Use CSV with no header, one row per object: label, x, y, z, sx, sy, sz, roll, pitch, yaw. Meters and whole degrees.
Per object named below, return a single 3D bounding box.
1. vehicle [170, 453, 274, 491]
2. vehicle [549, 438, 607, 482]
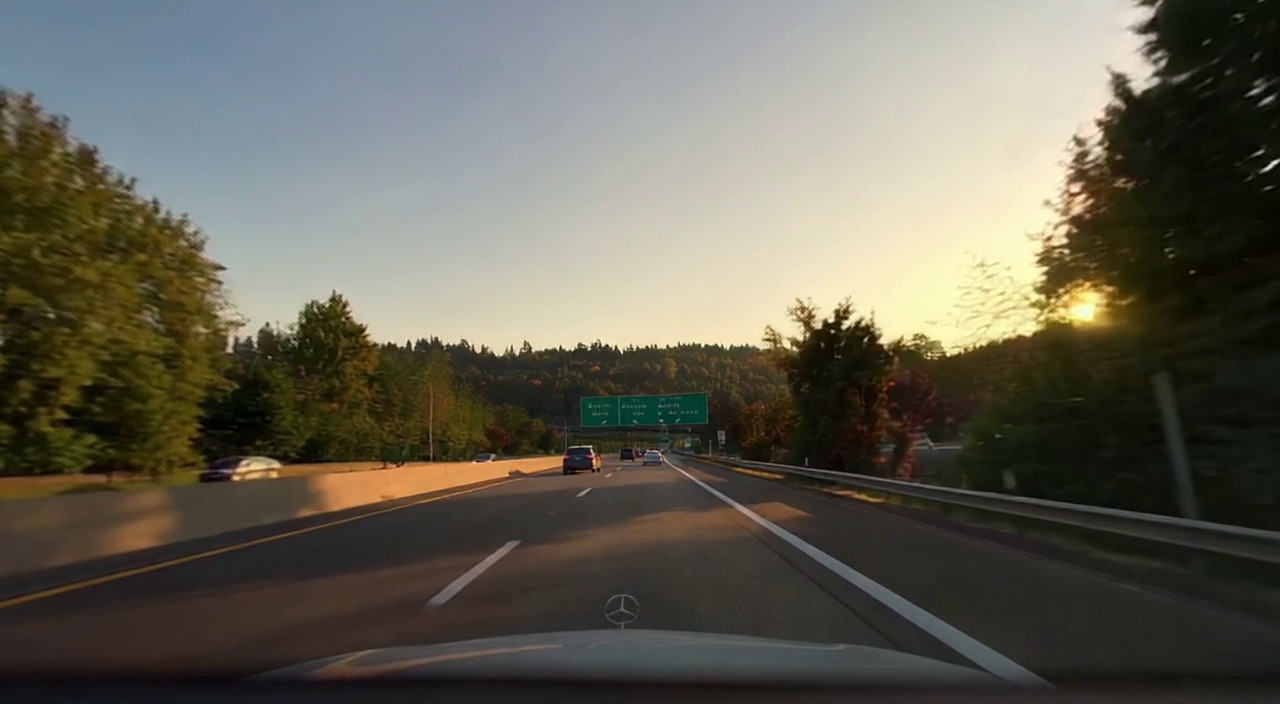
vehicle,-20.471,5.880,31.197,1.911,1.690,4.546,0,-9,1
vehicle,-2.782,4.955,29.113,2.143,1.853,4.123,-1,-9,2
